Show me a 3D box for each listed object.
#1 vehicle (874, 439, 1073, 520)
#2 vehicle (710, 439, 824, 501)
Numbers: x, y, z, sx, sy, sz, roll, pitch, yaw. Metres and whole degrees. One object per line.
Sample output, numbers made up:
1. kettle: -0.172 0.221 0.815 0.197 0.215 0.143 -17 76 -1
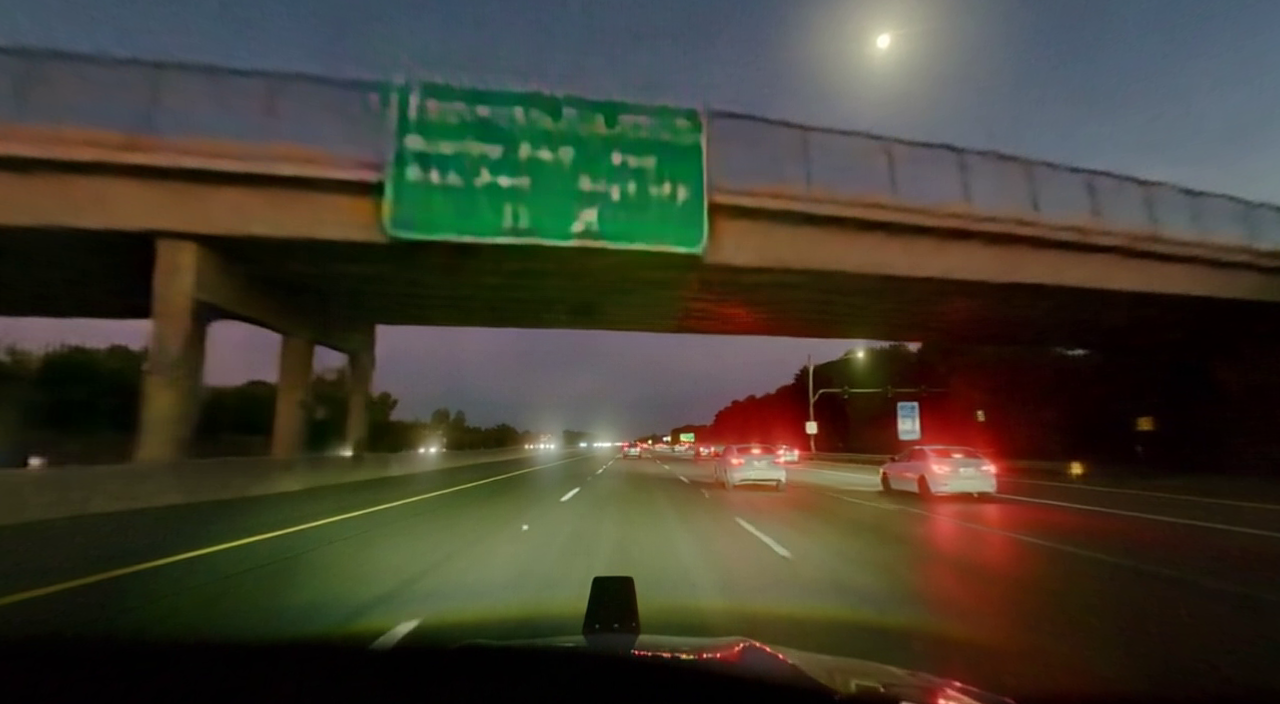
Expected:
1. vehicle: 7.174 2.755 14.264 1.946 1.497 4.467 0 -9 -2
2. vehicle: 3.295 3.159 17.396 2.076 1.472 4.562 0 -9 -1
